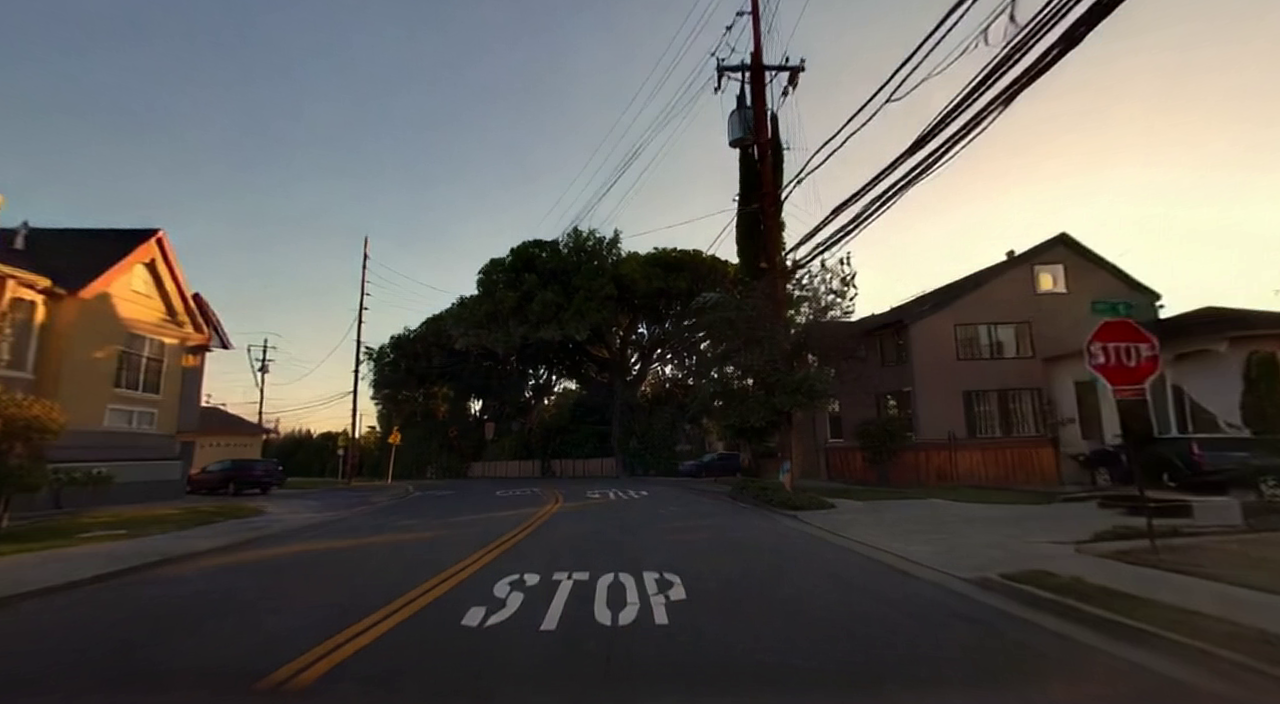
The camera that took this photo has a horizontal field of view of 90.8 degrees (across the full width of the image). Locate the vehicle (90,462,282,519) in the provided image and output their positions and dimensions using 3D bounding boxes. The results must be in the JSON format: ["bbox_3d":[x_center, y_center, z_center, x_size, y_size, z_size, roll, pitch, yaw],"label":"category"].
[{"bbox_3d":[-13.257,4.048,18.698,4.146,1.535,1.862,0,-9,-3],"label":"vehicle"}]

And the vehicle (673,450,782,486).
[{"bbox_3d":[4.883,6.492,35.482,5.578,1.842,2.300,3,-10,-12],"label":"vehicle"}]
